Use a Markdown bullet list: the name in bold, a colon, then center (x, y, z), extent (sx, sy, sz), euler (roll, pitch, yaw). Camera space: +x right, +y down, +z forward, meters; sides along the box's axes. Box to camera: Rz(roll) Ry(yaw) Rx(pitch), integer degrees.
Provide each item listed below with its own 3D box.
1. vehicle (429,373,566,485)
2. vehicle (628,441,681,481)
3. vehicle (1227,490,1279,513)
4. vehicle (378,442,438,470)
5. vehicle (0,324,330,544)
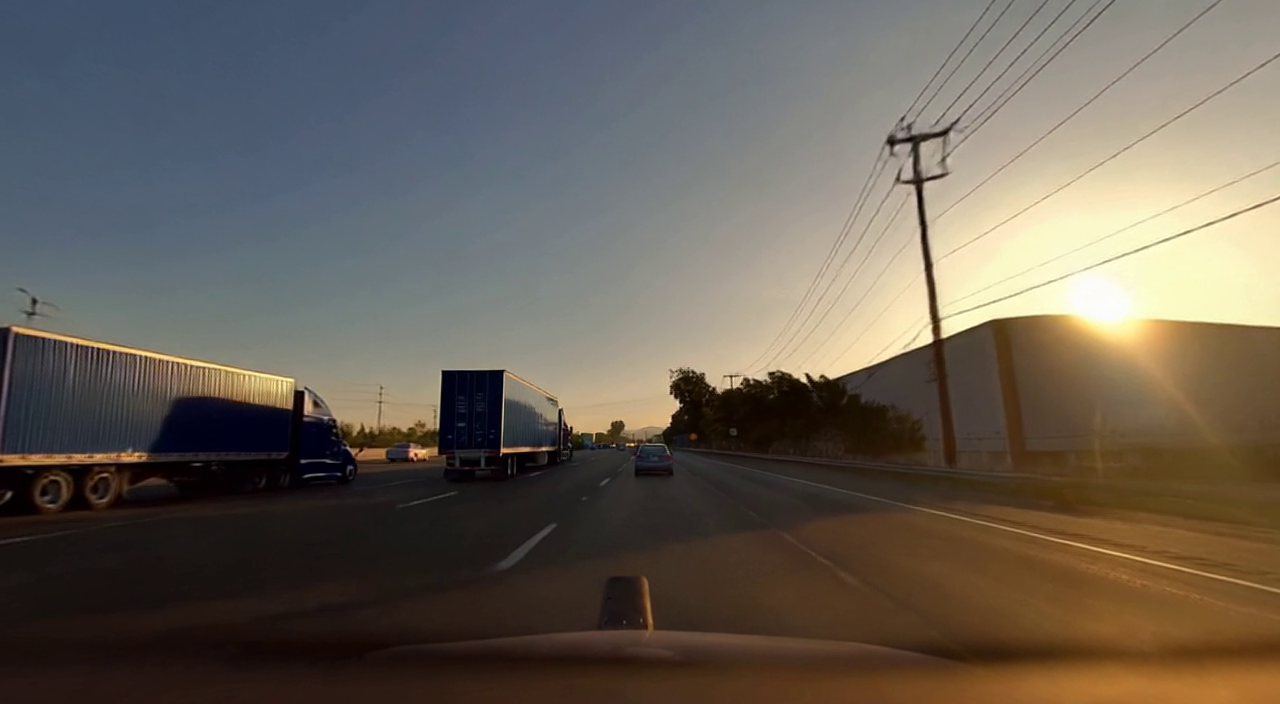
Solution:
- **vehicle**: center (-6.088, 3.942, 30.778), extent (2.907, 4.081, 15.311), euler (0, -9, 1)
- **vehicle**: center (0.567, 4.551, 26.630), extent (2.055, 1.514, 4.323), euler (0, -9, 0)
- **vehicle**: center (49.772, 11.859, 49.924), extent (4.441, 1.614, 1.955), euler (0, -9, 2)
- **vehicle**: center (-14.365, 6.463, 39.380), extent (1.938, 1.679, 4.469), euler (0, -9, 1)
- **vehicle**: center (-10.588, 1.850, 13.529), extent (2.896, 3.140, 9.491), euler (0, -9, 1)
